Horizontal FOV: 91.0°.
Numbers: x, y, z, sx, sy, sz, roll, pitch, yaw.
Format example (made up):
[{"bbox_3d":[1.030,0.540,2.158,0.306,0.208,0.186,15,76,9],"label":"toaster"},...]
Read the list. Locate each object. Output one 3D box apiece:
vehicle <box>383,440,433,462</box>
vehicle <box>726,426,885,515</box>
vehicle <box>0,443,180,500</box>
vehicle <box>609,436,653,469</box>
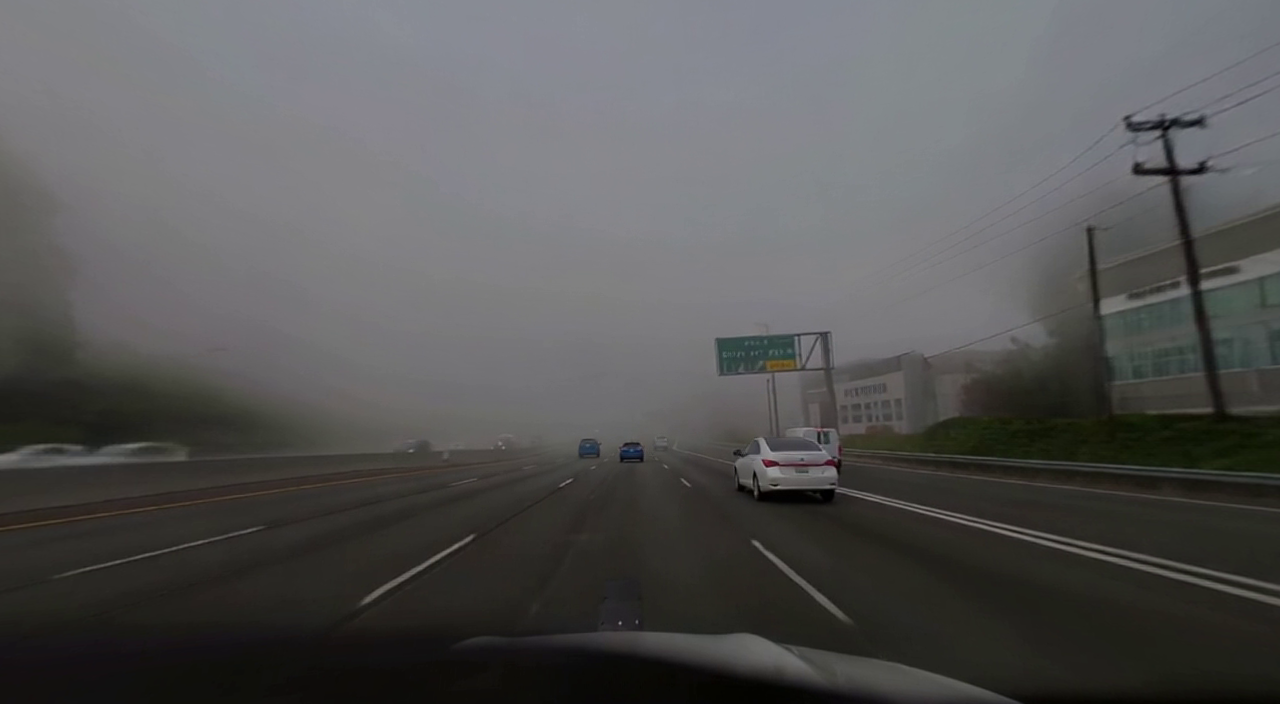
[{"bbox_3d":[-16.937,7.246,46.188,1.890,1.564,4.563,0,-8,0],"label":"vehicle"},{"bbox_3d":[3.209,2.398,13.284,1.995,1.533,4.463,0,-8,-2],"label":"vehicle"},{"bbox_3d":[-16.753,3.547,19.217,1.912,1.492,4.608,0,-8,0],"label":"vehicle"},{"bbox_3d":[-0.455,4.849,30.456,2.019,1.472,3.971,0,-8,-2],"label":"vehicle"}]
